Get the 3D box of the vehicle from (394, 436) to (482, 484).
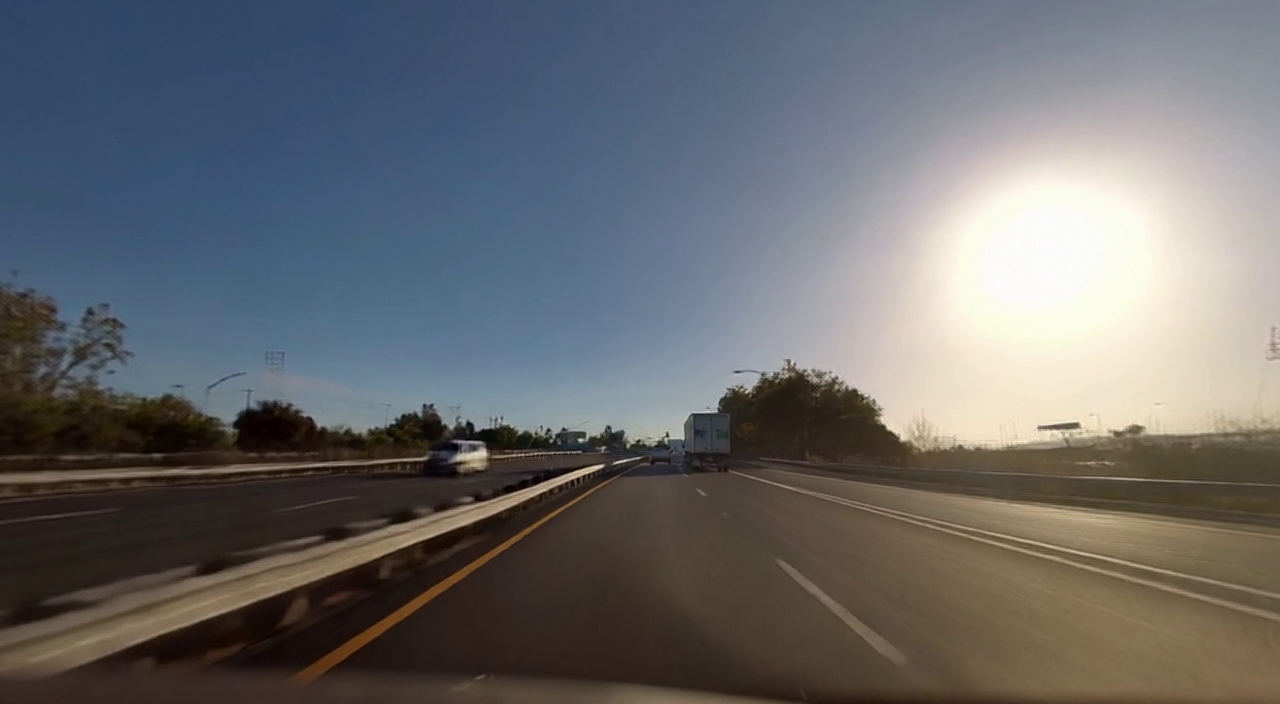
[{"bbox_3d":[-11.017,5.955,35.006,2.407,2.392,6.388,-1,-9,3],"label":"vehicle"}]
